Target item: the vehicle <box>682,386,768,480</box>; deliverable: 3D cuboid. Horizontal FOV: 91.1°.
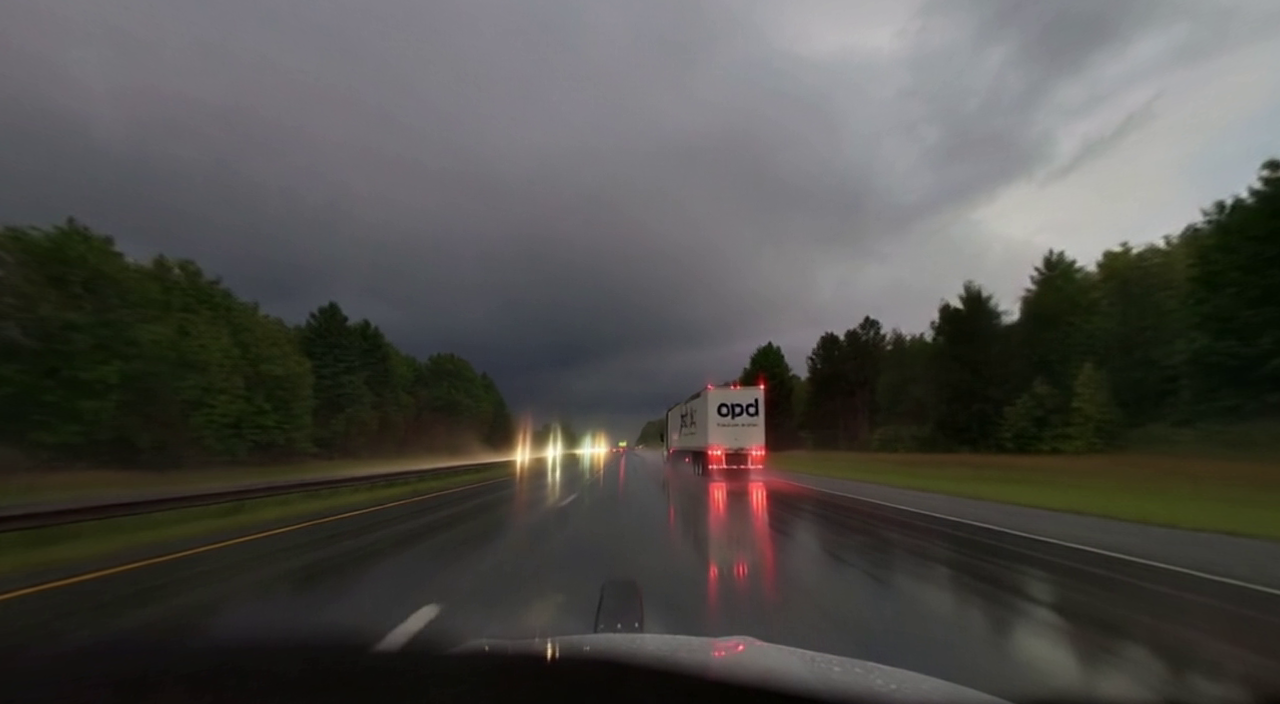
[{"bbox_3d":[3.864,4.055,30.796,2.856,3.933,8.334,0,-9,-1],"label":"vehicle"}]
